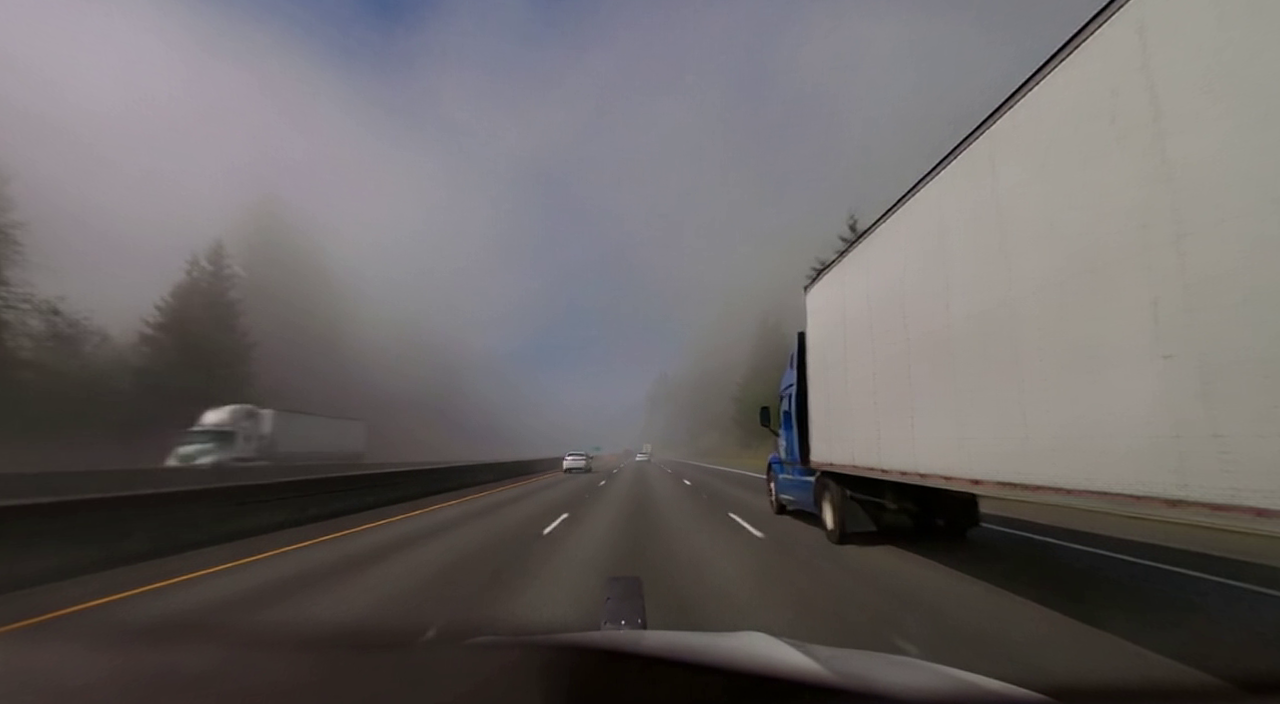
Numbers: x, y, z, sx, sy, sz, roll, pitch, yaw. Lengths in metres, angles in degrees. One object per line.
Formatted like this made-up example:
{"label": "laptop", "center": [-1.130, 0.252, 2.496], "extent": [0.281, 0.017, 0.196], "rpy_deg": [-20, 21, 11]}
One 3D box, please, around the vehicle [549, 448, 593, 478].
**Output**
{"label": "vehicle", "center": [-3.648, 5.915, 33.894], "extent": [1.918, 1.510, 4.006], "rpy_deg": [0, -9, 0]}

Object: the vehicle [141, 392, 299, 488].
{"label": "vehicle", "center": [-18.835, 4.049, 28.847], "extent": [2.970, 3.896, 5.863], "rpy_deg": [0, -9, 0]}

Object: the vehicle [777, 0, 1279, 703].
{"label": "vehicle", "center": [4.229, 0.054, 4.808], "extent": [3.025, 4.005, 14.010], "rpy_deg": [0, -9, -1]}
